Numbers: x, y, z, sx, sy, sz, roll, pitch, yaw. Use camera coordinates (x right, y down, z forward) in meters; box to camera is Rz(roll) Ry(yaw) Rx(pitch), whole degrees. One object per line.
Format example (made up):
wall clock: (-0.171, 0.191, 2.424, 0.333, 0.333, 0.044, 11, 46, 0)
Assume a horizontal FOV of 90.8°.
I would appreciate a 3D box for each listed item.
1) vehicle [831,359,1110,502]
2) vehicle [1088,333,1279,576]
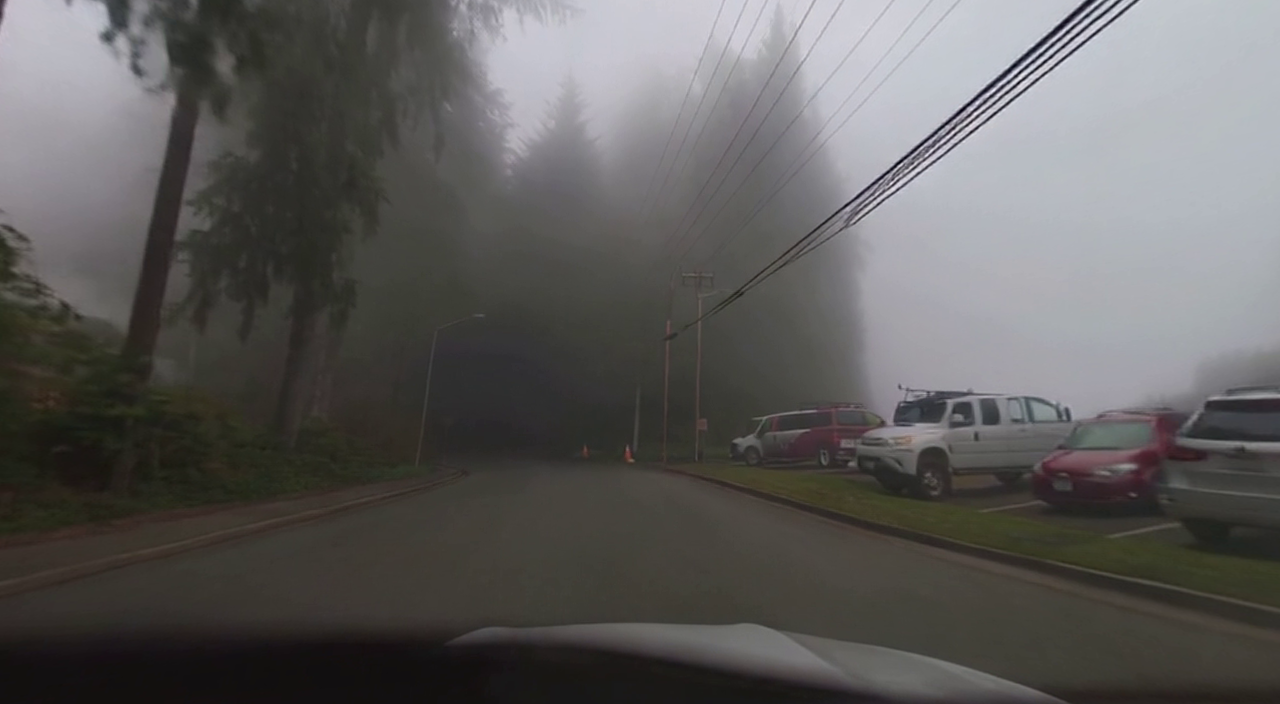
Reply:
vehicle: (6.646, 1.596, 12.600, 5.269, 2.289, 2.446, 5, -10, -32)
vehicle: (6.918, 0.902, 6.203, 4.444, 1.902, 2.099, 2, -6, -26)
